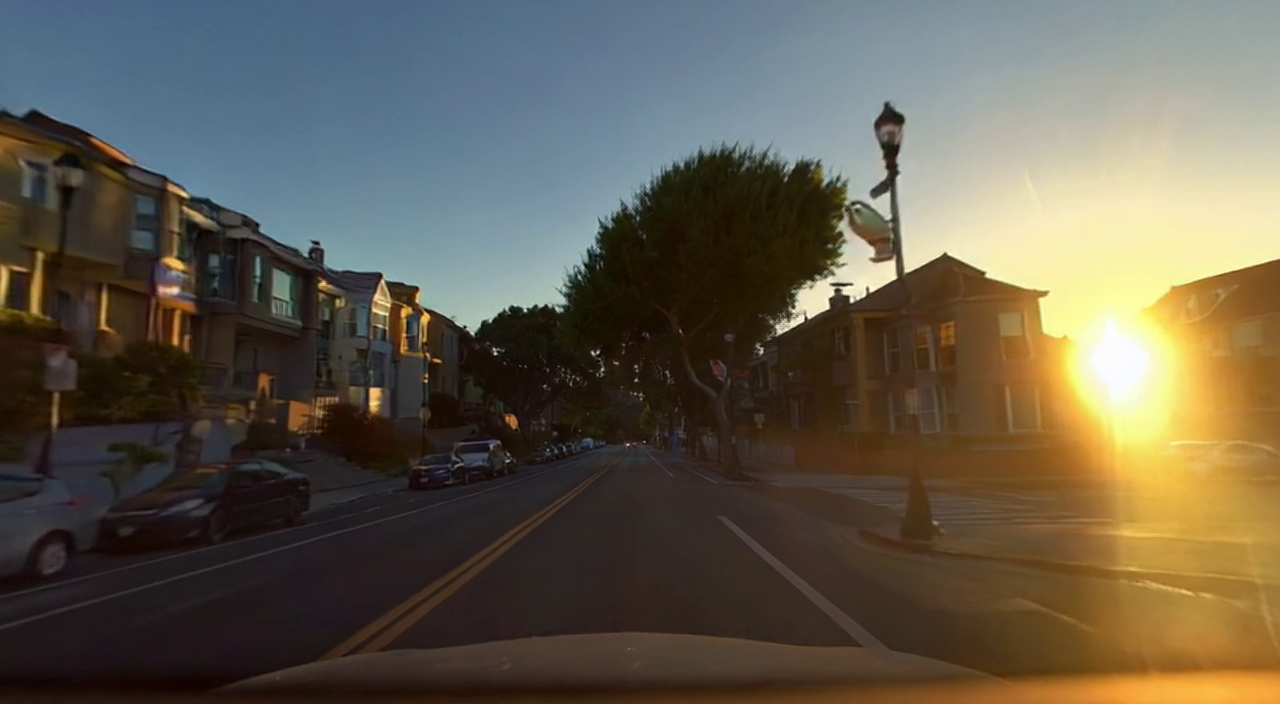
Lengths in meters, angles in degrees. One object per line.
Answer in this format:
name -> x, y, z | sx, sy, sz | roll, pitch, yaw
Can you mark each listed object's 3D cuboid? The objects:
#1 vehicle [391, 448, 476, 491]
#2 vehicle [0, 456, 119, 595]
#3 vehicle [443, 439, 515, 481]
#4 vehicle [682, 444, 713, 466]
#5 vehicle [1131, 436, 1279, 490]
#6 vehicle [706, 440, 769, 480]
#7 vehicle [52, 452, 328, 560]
vehicle -> -7.986, 4.559, 24.911 | 1.967, 1.517, 4.360 | 0, -9, -1
vehicle -> -7.992, 1.815, 6.131 | 1.970, 1.480, 4.616 | -1, -8, -1
vehicle -> -7.738, 5.261, 30.898 | 2.283, 1.853, 4.903 | -1, -9, -1
vehicle -> 4.227, 7.623, 47.033 | 1.845, 1.556, 3.929 | 0, -9, -1
vehicle -> 20.196, 3.802, 21.836 | 4.568, 1.727, 2.199 | 0, -9, -1
vehicle -> 4.414, 4.976, 29.373 | 2.034, 1.674, 4.271 | 0, -9, -3
vehicle -> -7.869, 2.663, 11.771 | 1.836, 1.474, 4.565 | -2, -8, -1
